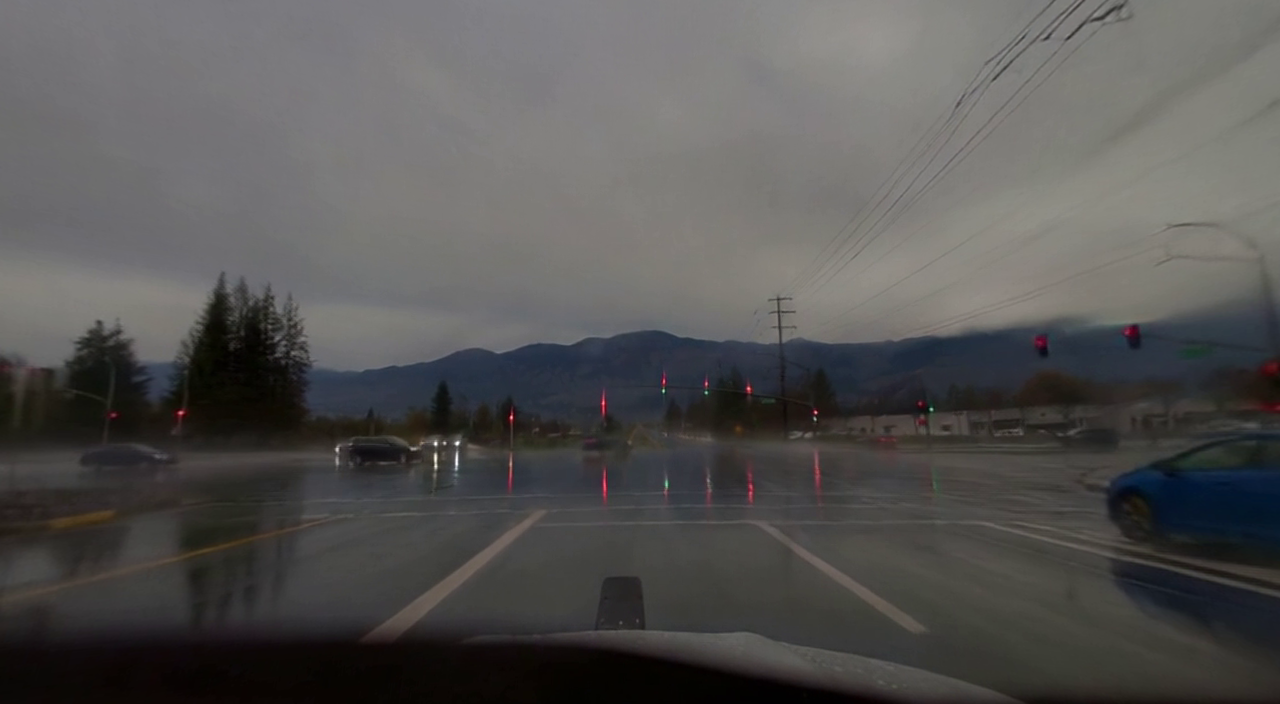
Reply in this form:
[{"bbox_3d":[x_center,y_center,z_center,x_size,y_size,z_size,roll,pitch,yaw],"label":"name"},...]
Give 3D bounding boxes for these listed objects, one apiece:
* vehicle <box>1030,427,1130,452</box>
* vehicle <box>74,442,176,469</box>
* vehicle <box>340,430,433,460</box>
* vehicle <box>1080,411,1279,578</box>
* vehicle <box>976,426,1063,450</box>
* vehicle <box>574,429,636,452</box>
[{"bbox_3d":[27.531,5.499,39.646,4.778,1.495,1.959,0,-8,-1],"label":"vehicle"},{"bbox_3d":[-30.688,6.155,37.732,4.218,1.542,2.044,0,-8,-2],"label":"vehicle"},{"bbox_3d":[-16.064,5.941,40.354,5.228,1.805,2.246,2,-9,-15],"label":"vehicle"},{"bbox_3d":[7.023,1.395,6.302,1.899,1.570,4.666,0,-8,0],"label":"vehicle"},{"bbox_3d":[28.222,6.412,47.044,5.100,1.680,2.055,0,-8,1],"label":"vehicle"},{"bbox_3d":[-2.677,6.882,48.917,4.547,1.713,2.020,7,-11,-41],"label":"vehicle"}]
